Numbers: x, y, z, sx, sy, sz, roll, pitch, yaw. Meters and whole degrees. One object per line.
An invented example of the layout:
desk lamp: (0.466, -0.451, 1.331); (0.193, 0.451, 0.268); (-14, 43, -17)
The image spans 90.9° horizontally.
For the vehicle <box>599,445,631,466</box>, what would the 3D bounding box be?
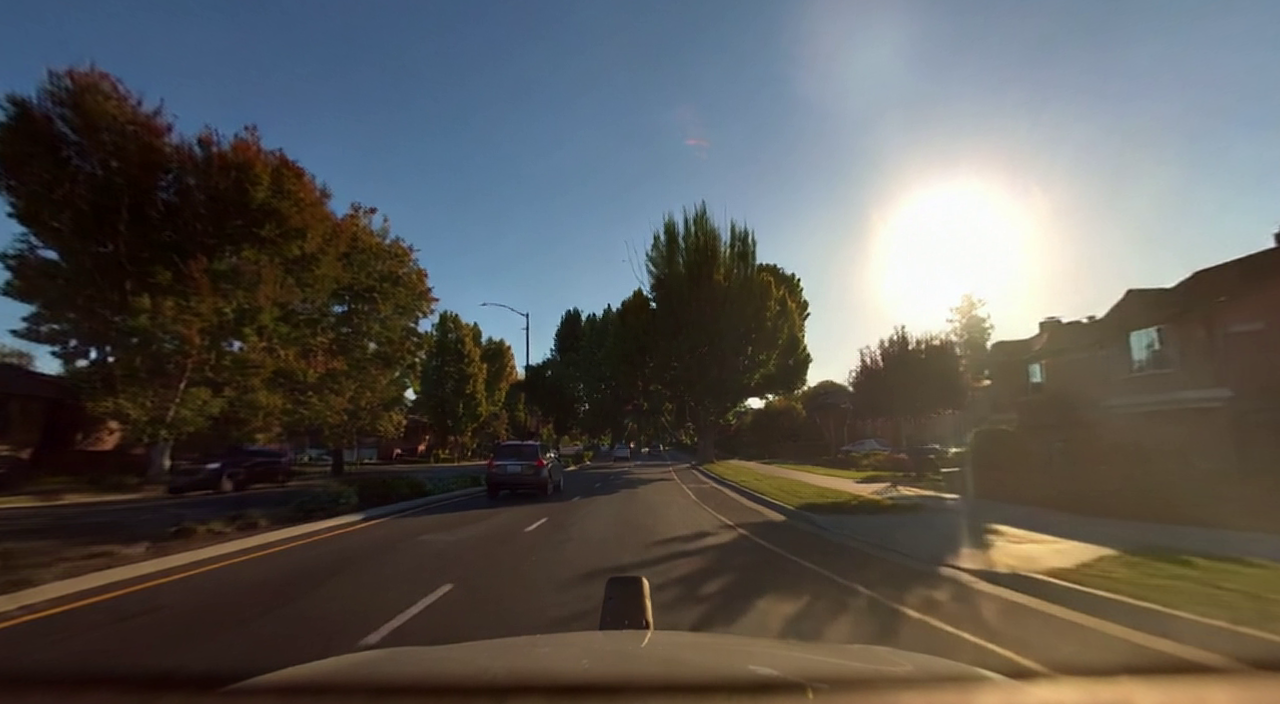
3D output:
vehicle: (-1.894, 8.061, 49.196); (2.119, 1.494, 4.624); (0, -8, 2)

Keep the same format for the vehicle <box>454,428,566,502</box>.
vehicle: (-3.406, 3.069, 17.481); (2.073, 1.770, 4.302); (0, -8, 1)

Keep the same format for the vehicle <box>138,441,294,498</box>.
vehicle: (-14.457, 3.991, 21.905); (2.063, 1.715, 4.650); (0, -8, 1)
